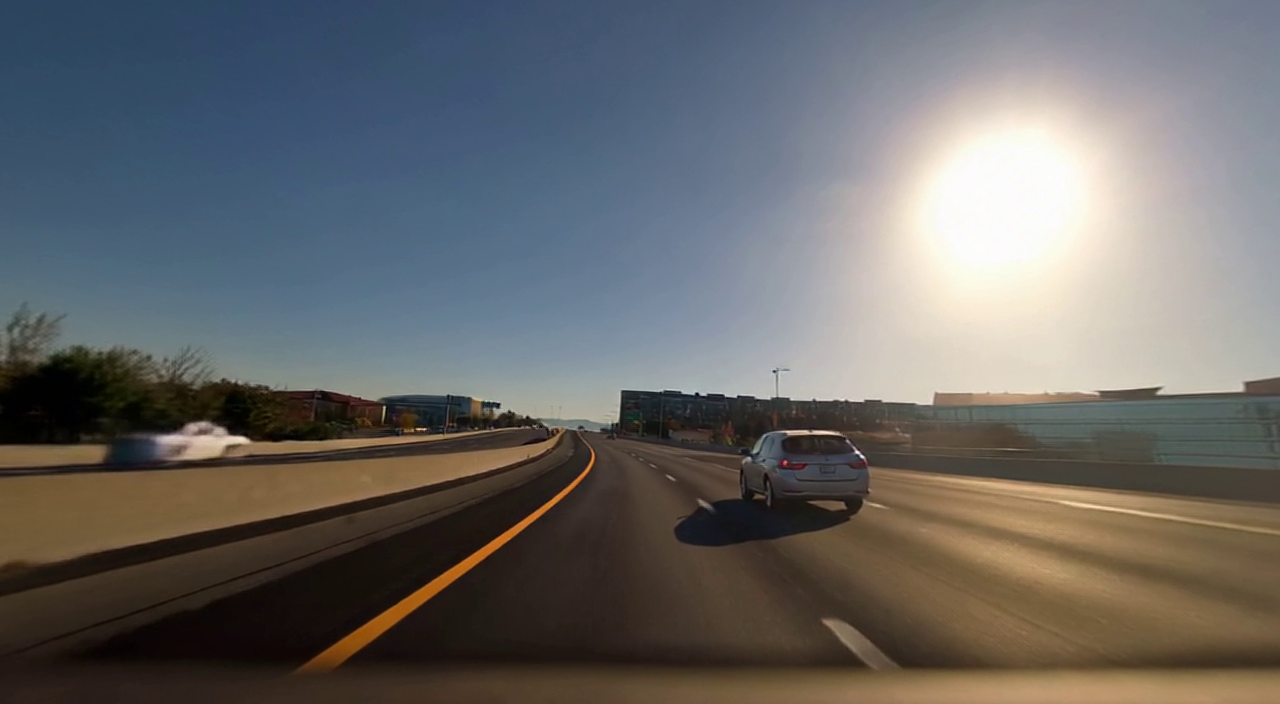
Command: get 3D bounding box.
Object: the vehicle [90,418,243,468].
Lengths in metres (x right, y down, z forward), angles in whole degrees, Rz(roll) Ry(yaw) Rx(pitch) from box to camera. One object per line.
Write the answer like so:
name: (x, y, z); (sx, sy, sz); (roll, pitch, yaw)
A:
vehicle: (-19.367, 3.786, 26.257); (2.204, 1.834, 5.549); (0, -8, -2)

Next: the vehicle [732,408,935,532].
vehicle: (3.023, 1.961, 10.988); (2.059, 1.715, 4.192); (0, -8, -2)
